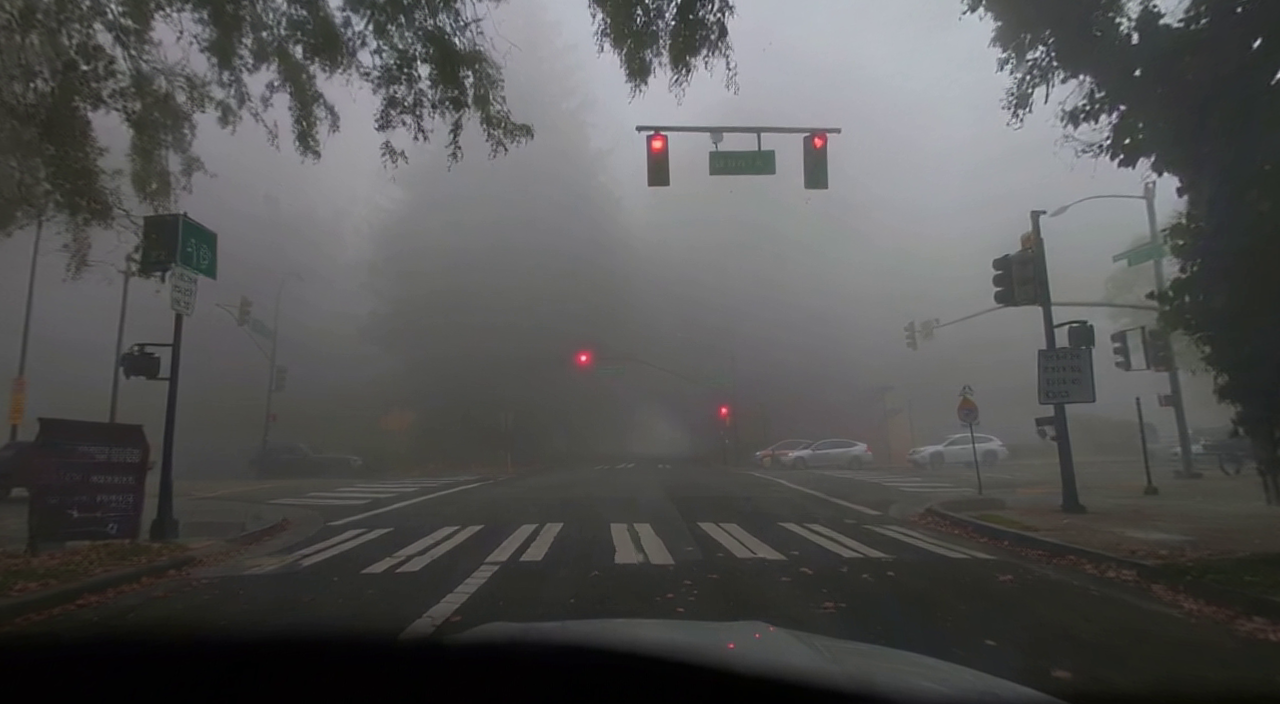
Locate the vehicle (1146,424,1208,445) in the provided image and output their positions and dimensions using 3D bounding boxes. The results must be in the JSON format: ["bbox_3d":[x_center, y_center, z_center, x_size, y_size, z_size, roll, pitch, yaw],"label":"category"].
[{"bbox_3d":[40.981,6.341,47.925,1.682,1.422,3.422,1,-10,0],"label":"vehicle"}]

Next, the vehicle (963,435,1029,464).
[{"bbox_3d":[20.998,5.756,37.094,1.851,1.388,3.475,0,-4,-1],"label":"vehicle"}]

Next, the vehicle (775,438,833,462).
[{"bbox_3d":[11.084,6.615,42.251,1.955,1.508,4.295,-8,-12,42],"label":"vehicle"}]

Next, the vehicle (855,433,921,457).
[{"bbox_3d":[16.925,6.329,42.697,4.522,1.546,1.941,6,-11,-34],"label":"vehicle"}]

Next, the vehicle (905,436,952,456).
[{"bbox_3d":[21.817,7.136,47.502,1.923,1.463,3.758,-1,-9,3],"label":"vehicle"}]
